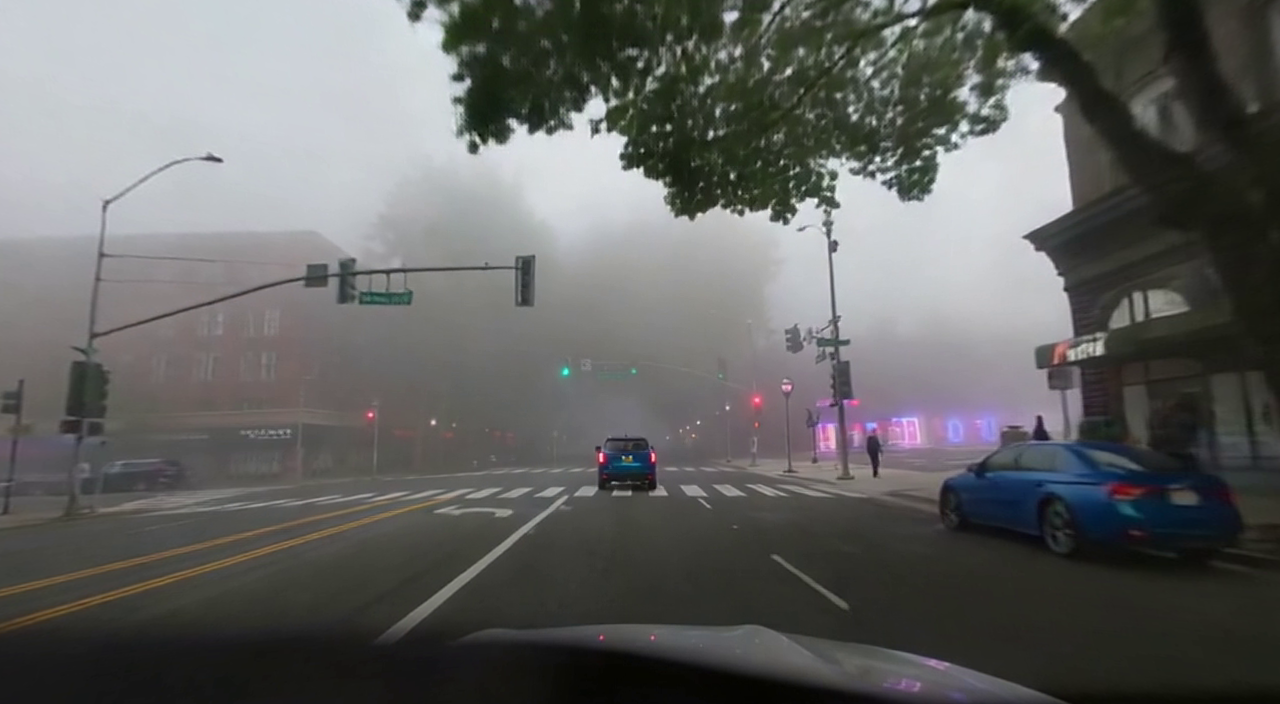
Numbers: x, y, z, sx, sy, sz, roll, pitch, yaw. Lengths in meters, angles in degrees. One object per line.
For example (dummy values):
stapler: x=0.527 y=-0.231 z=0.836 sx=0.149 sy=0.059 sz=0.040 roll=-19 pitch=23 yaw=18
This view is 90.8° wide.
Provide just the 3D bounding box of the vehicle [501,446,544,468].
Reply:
vehicle: x=-8.471 y=7.613 z=45.919 sx=2.152 sy=1.468 sz=4.737 roll=0 pitch=-8 yaw=0

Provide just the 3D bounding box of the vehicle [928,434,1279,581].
vehicle: x=6.049 y=1.944 z=8.796 sx=1.986 sy=1.515 sz=4.265 roll=0 pitch=-8 yaw=-1

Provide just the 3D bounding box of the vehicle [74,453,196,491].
vehicle: x=-25.142 y=5.958 z=31.546 sx=4.427 sy=1.757 sz=2.125 roll=-1 pitch=-9 yaw=7

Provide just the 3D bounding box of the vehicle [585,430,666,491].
vehicle: x=-0.465 y=3.552 z=21.033 sx=2.382 sy=1.796 sz=4.610 roll=0 pitch=-8 yaw=-1

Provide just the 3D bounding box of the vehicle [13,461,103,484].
vehicle: x=-43.078 y=8.926 z=46.802 sx=4.641 sy=1.566 sz=1.883 roll=0 pitch=-8 yaw=-3

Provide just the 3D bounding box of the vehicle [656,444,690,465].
vehicle: x=2.459 y=7.676 z=47.635 sx=2.209 sy=1.478 sz=4.138 roll=0 pitch=-8 yaw=-2

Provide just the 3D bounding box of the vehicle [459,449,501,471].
vehicle: x=-11.931 y=8.049 z=47.321 sx=1.972 sy=1.475 sz=4.381 roll=0 pitch=-8 yaw=0
